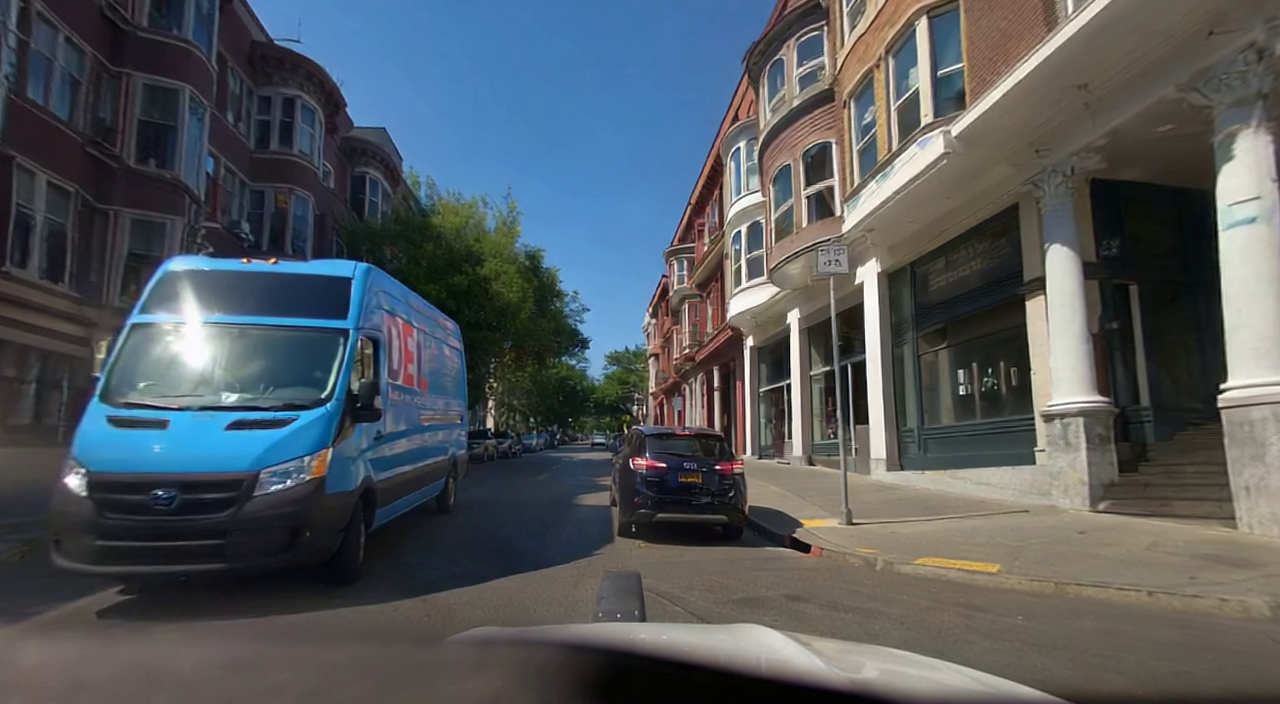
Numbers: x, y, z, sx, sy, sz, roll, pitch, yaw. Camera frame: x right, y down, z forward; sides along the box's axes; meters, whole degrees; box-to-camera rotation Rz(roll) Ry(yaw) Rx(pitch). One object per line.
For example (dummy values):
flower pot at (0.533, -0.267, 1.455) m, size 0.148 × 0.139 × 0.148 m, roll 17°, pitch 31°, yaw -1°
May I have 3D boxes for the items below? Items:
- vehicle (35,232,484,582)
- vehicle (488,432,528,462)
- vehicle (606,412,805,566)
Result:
vehicle at (-4.106, 0.916, 9.059) m, size 2.558 × 3.014 × 7.101 m, roll 0°, pitch -8°, yaw -5°
vehicle at (-8.159, 5.908, 39.288) m, size 1.809 × 1.469 × 4.148 m, roll 2°, pitch -4°, yaw -3°
vehicle at (0.529, 1.657, 8.569) m, size 1.925 × 1.481 × 4.653 m, roll 1°, pitch -8°, yaw -3°
